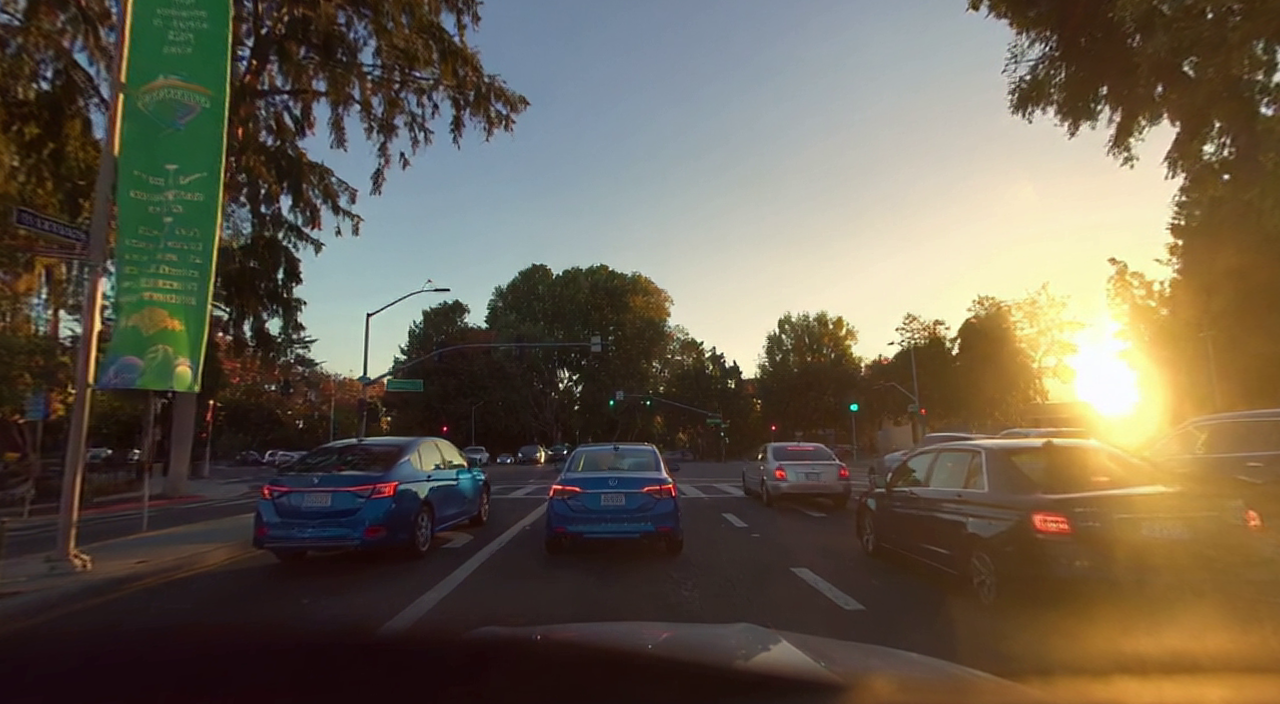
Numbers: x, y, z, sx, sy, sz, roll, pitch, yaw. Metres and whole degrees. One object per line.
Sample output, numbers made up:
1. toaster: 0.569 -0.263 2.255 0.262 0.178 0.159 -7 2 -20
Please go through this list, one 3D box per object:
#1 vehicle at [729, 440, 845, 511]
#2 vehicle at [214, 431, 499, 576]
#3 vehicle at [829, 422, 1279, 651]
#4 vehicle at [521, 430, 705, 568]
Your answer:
1. vehicle: 3.410 2.917 15.415 1.852 1.498 3.825 0 -9 -1
2. vehicle: -3.367 1.864 8.576 1.929 1.457 4.136 0 -9 0
3. vehicle: 3.600 1.540 6.407 1.953 1.471 4.470 0 -9 0
4. vehicle: -0.312 1.881 8.767 1.994 1.479 3.647 0 -9 -1
